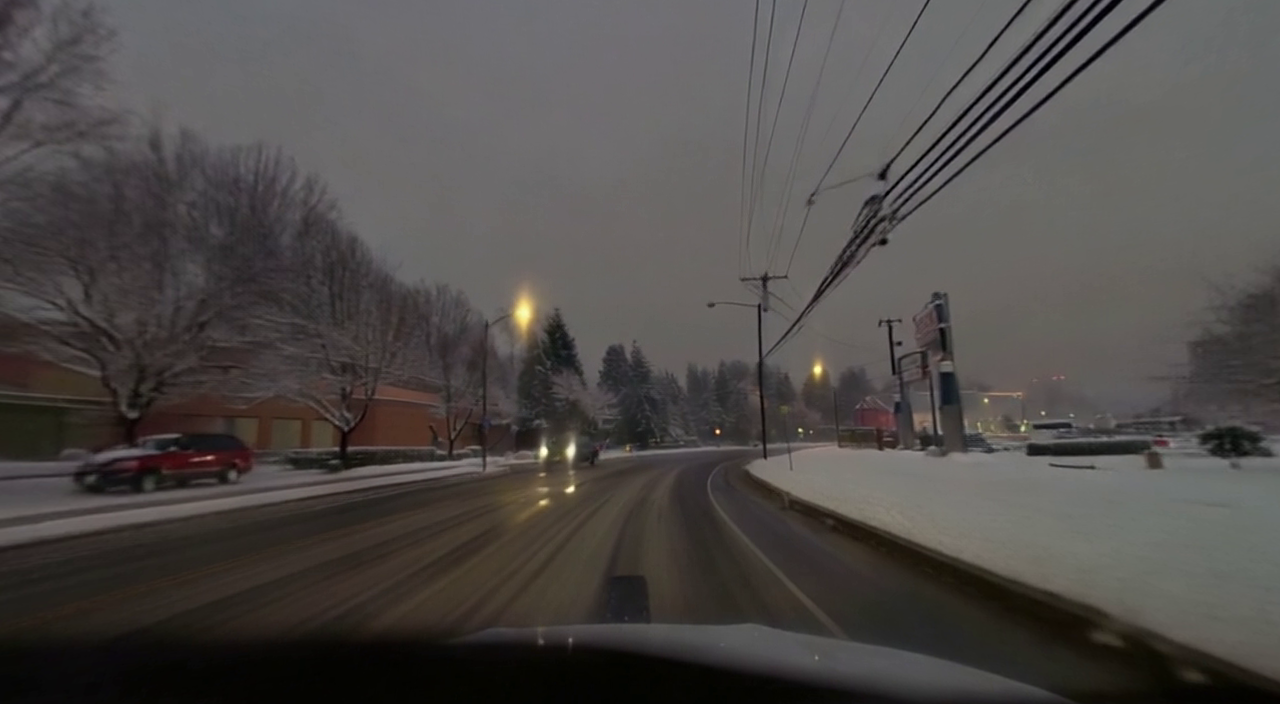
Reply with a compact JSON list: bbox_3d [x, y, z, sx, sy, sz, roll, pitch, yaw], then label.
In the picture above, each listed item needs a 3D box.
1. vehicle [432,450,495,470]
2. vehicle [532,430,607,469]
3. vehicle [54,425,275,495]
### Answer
[{"bbox_3d":[-13.504,8.245,48.200,4.513,1.450,2.078,-6,-9,31],"label":"vehicle"},{"bbox_3d":[-3.787,5.394,35.041,2.490,1.961,5.553,-2,-8,12],"label":"vehicle"},{"bbox_3d":[-16.447,3.848,22.547,2.502,2.113,6.488,-1,-10,4],"label":"vehicle"}]
